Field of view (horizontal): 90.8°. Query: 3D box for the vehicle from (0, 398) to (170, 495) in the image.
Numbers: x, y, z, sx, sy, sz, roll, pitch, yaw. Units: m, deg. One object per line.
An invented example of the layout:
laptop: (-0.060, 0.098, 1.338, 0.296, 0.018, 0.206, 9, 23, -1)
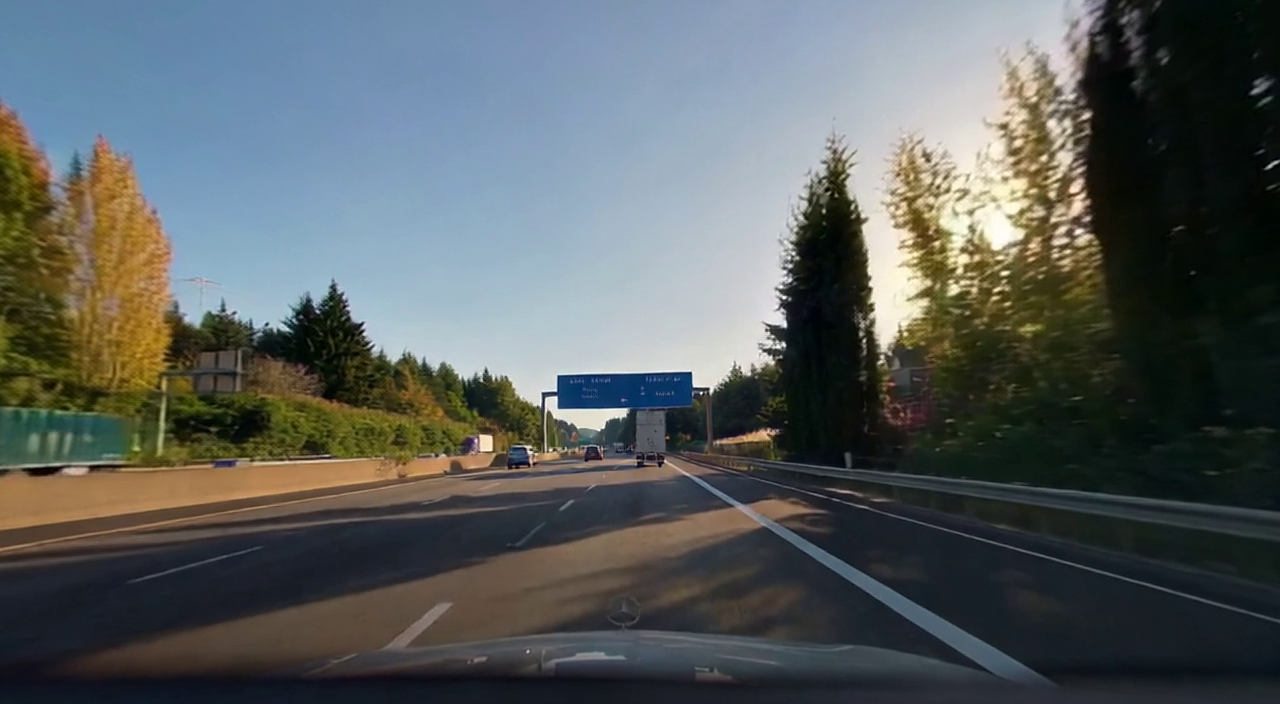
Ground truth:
vehicle: (-23.864, 3.817, 25.238, 2.944, 3.338, 9.147, 0, -9, 0)

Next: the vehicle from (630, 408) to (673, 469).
vehicle: (0.776, 6.921, 49.399, 2.901, 4.032, 14.338, 0, -9, 0)

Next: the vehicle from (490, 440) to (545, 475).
vehicle: (-6.643, 5.785, 34.733, 2.119, 1.754, 4.404, 0, -9, 1)
